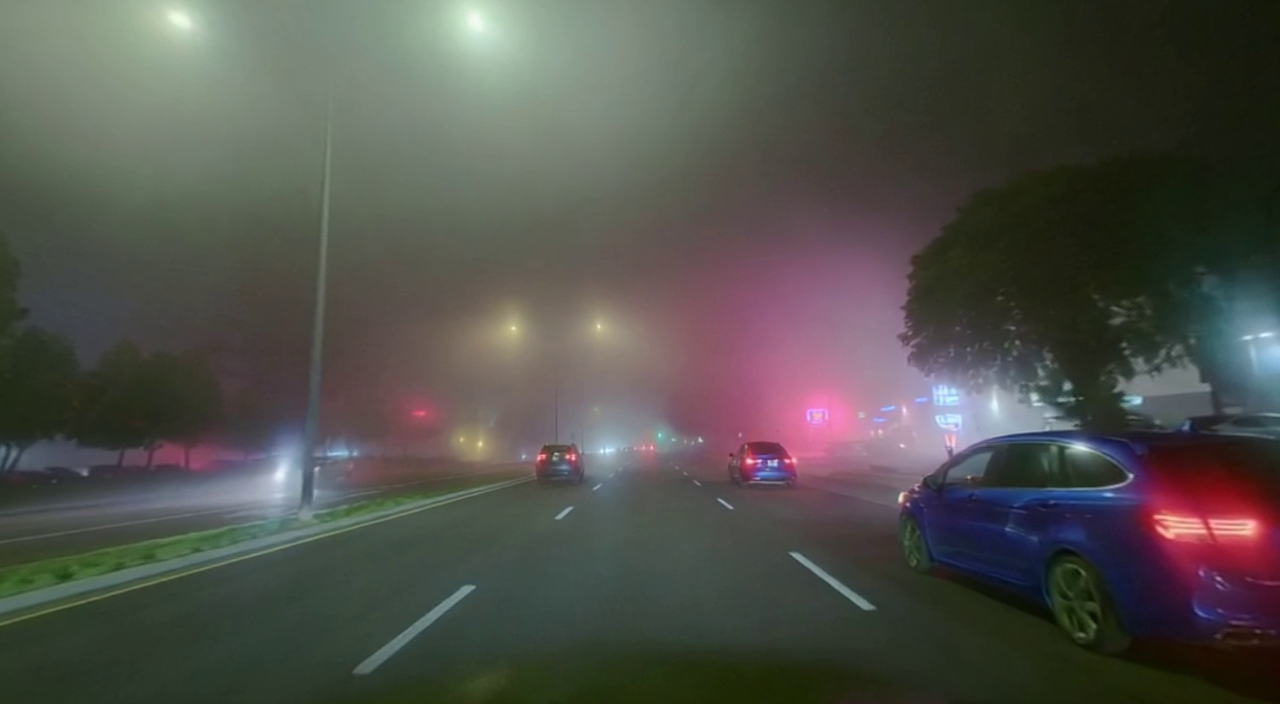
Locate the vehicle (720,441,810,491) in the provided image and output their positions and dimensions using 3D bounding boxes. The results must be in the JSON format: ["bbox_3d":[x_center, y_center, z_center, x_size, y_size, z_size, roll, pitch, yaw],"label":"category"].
[{"bbox_3d":[4.085,3.801,21.488,2.036,1.480,4.659,0,-8,-1],"label":"vehicle"}]

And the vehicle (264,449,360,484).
[{"bbox_3d":[-19.296,6.722,37.517,2.501,1.862,5.754,-1,-9,2],"label":"vehicle"}]

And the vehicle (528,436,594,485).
[{"bbox_3d":[-2.998,4.222,24.804,1.981,1.731,4.360,0,-9,1],"label":"vehicle"}]

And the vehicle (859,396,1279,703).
[{"bbox_3d":[3.494,1.258,4.755,1.976,1.491,4.714,0,-8,0],"label":"vehicle"}]
